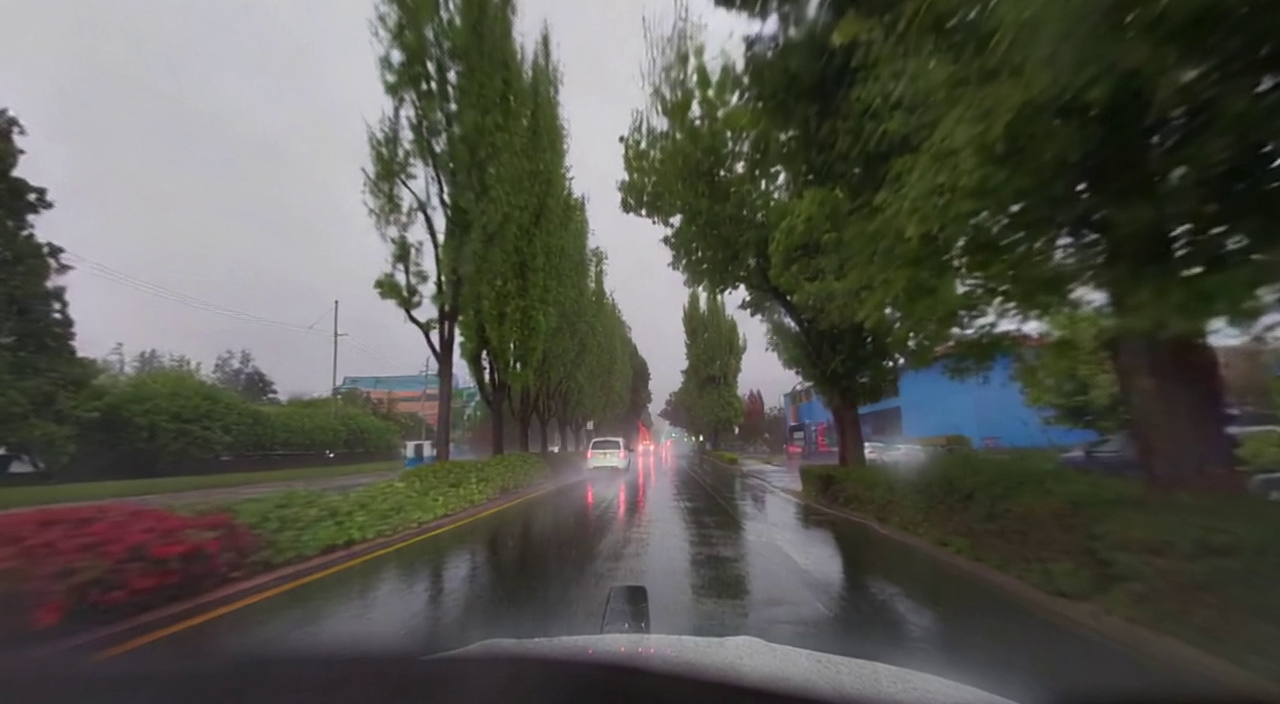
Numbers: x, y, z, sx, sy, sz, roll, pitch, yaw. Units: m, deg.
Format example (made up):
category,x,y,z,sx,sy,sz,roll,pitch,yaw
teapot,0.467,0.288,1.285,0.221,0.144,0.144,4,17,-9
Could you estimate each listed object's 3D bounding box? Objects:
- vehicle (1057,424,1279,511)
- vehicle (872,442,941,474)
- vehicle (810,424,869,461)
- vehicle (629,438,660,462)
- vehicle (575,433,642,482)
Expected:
category,x,y,z,sx,sy,sz,roll,pitch,yaw
vehicle,12.108,2.612,14.848,1.887,1.722,4.285,0,-8,5
vehicle,13.417,5.357,32.063,1.852,1.457,4.351,0,-8,4
vehicle,14.020,6.446,44.885,2.507,2.441,6.959,-1,-8,5
vehicle,0.402,7.700,49.638,2.166,1.769,4.162,0,-8,4
vehicle,-1.126,4.031,24.486,2.129,1.713,4.314,0,-8,3
